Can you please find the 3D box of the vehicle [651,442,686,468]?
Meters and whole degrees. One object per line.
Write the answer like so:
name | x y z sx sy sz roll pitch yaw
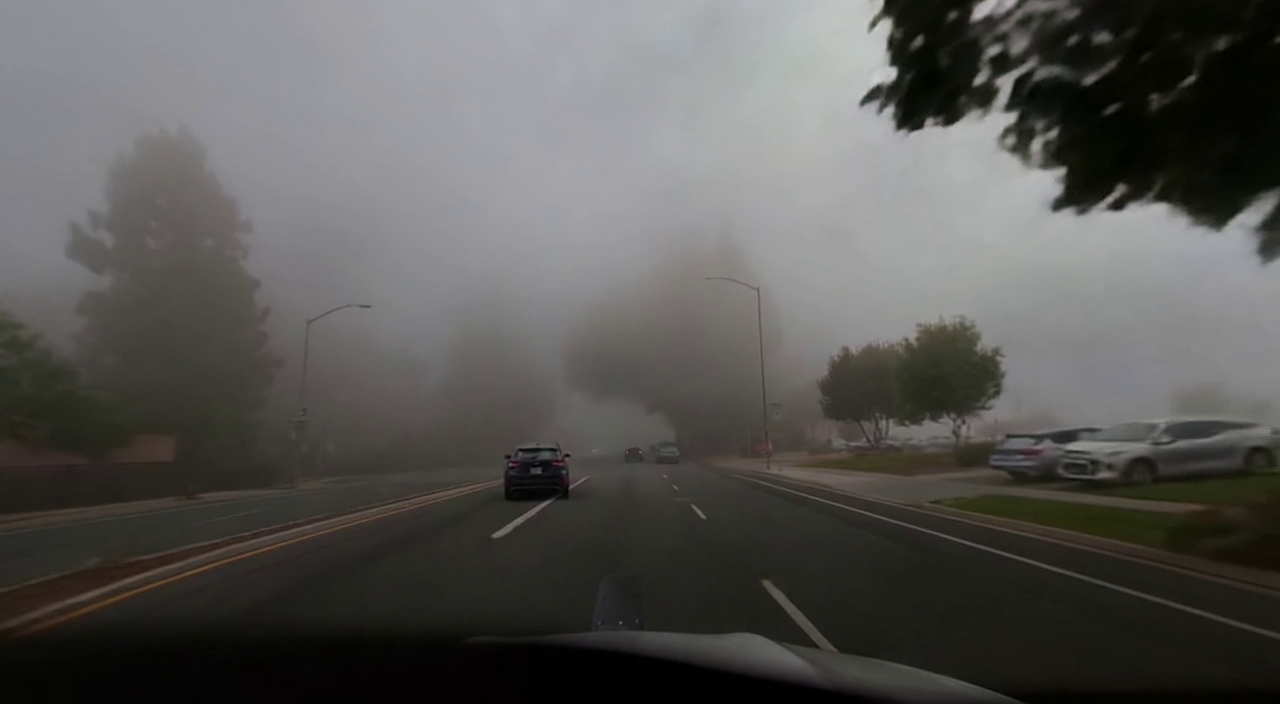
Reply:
vehicle | 1.784 6.629 40.837 2.003 1.614 4.072 0 -9 -1

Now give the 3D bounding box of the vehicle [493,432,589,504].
vehicle | -2.570 3.141 17.622 2.205 1.706 4.904 0 -9 -4

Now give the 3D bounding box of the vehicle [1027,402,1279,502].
vehicle | 11.333 2.140 13.662 4.560 1.842 2.048 -8 -12 43
